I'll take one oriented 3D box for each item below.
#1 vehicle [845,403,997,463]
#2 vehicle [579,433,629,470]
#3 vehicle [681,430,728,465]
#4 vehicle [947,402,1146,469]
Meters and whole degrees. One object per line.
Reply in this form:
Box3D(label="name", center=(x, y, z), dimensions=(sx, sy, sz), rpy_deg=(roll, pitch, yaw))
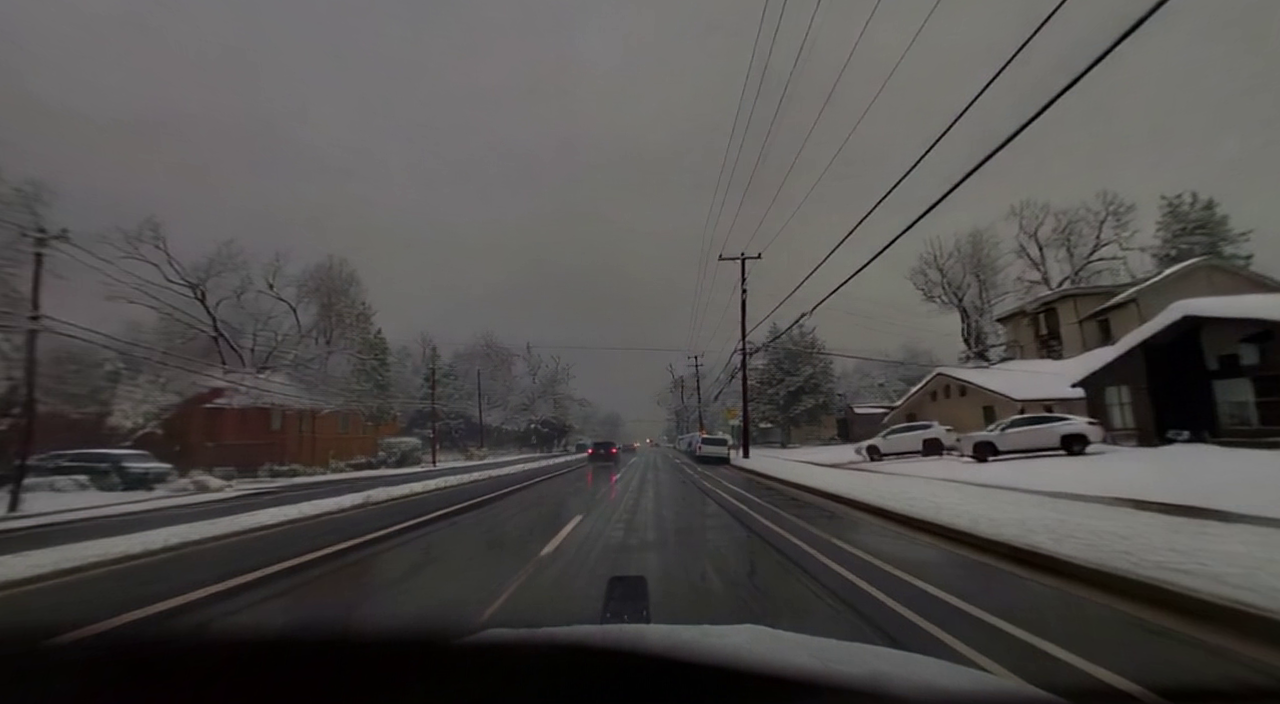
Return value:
Box3D(label="vehicle", center=(11.359, 3.329, 25.792), dimensions=(5.042, 1.803, 2.134), rpy_deg=(-6, -9, 0))
Box3D(label="vehicle", center=(-1.867, 5.466, 34.729), dimensions=(2.327, 1.861, 4.941), rpy_deg=(-1, -9, 2))
Box3D(label="vehicle", center=(4.324, 6.503, 43.075), dimensions=(2.622, 2.137, 6.267), rpy_deg=(1, -9, 1))
Box3D(label="vehicle", center=(12.427, 2.583, 19.507), dimensions=(4.719, 1.553, 1.889), rpy_deg=(-5, -8, 0))
